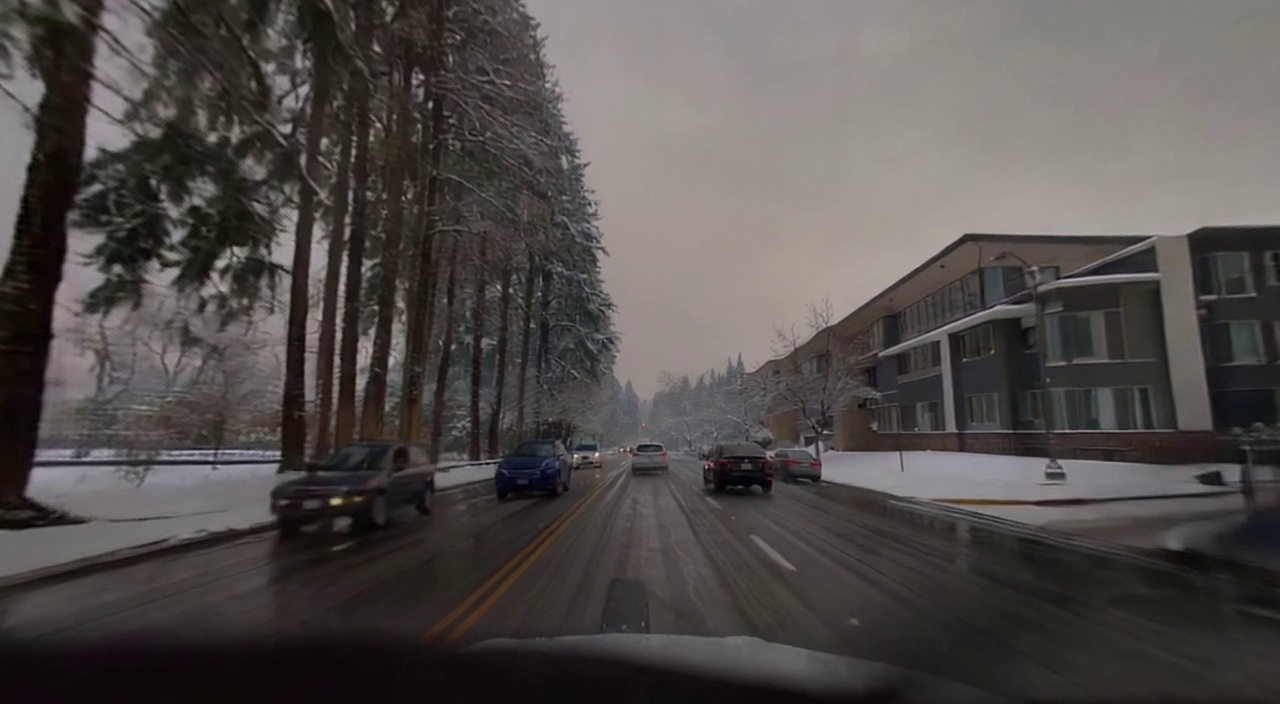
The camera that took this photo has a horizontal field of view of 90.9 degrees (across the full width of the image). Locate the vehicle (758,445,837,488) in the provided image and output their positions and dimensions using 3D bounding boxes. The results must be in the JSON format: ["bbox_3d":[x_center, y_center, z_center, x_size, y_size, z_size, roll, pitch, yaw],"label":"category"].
[{"bbox_3d":[5.956,4.364,24.426,1.885,1.467,4.546,0,-9,0],"label":"vehicle"}]

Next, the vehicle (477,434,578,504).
[{"bbox_3d":[-3.026,3.254,17.958,2.065,1.708,4.311,0,-9,0],"label":"vehicle"}]

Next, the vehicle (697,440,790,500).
[{"bbox_3d":[2.873,3.382,18.443,1.991,1.536,4.116,0,-9,-1],"label":"vehicle"}]

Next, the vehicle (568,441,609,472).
[{"bbox_3d":[-3.104,6.365,38.610,2.041,1.788,4.527,0,-9,1],"label":"vehicle"}]

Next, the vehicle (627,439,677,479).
[{"bbox_3d":[0.484,4.813,28.575,2.105,1.653,3.887,0,-9,0],"label":"vehicle"}]

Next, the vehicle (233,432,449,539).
[{"bbox_3d":[-5.748,2.606,13.023,2.132,1.769,4.760,0,-9,0],"label":"vehicle"}]
